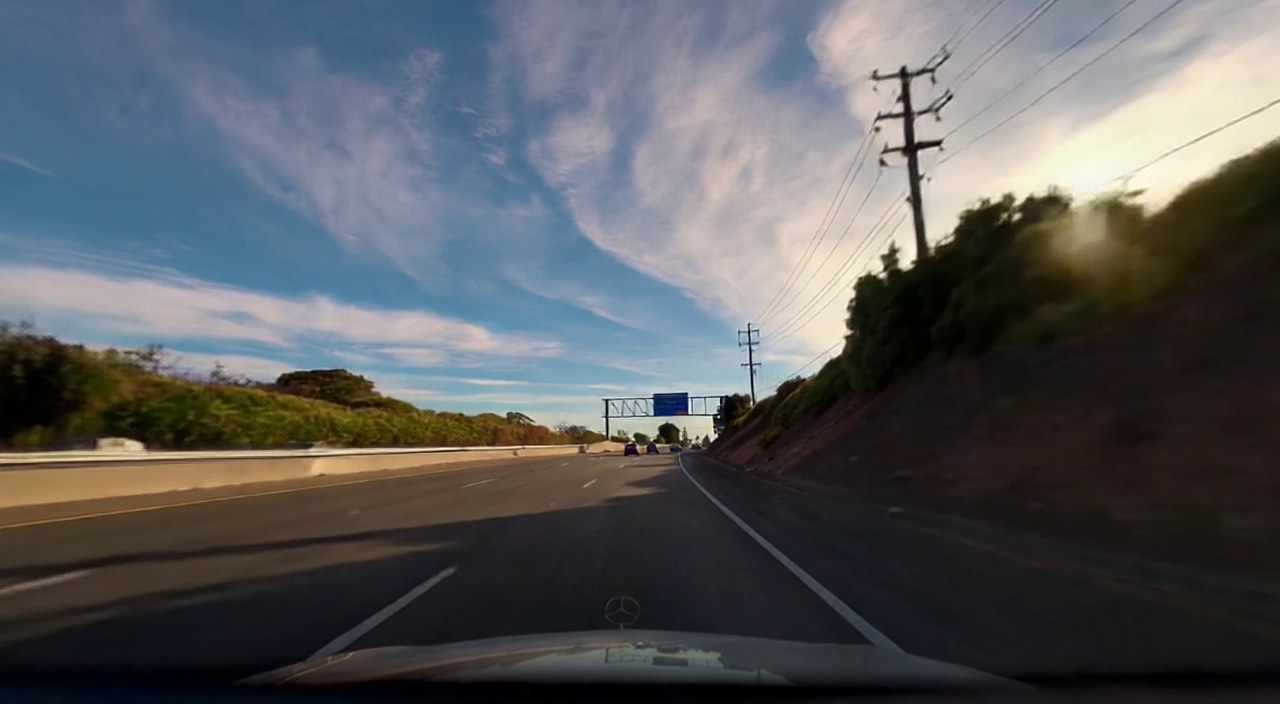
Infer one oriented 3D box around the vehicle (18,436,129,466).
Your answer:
[{"bbox_3d":[-31.417,5.489,35.265,1.839,1.551,4.585,0,-9,2],"label":"vehicle"}]
